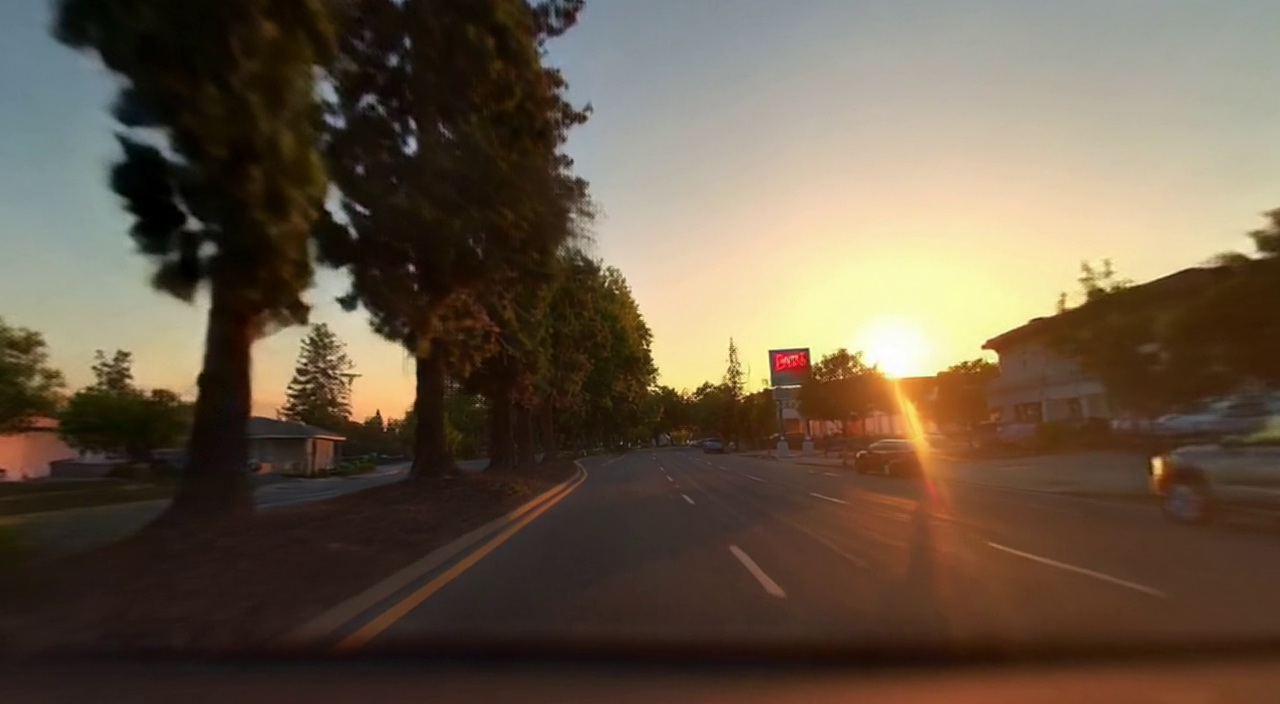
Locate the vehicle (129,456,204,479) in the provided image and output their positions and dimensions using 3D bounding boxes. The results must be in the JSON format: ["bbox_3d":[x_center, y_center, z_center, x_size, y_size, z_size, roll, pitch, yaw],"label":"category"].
[{"bbox_3d":[-33.538,8.203,44.935,2.048,1.422,4.179,0,-8,1],"label":"vehicle"}]

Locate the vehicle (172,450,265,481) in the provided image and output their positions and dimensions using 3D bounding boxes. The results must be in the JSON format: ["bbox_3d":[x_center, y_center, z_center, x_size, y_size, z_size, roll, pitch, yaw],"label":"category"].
[{"bbox_3d":[-30.601,8.204,46.171,2.326,1.944,6.466,1,-8,0],"label":"vehicle"}]

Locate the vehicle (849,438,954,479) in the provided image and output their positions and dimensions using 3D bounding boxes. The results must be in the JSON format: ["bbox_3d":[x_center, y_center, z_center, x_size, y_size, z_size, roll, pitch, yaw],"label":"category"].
[{"bbox_3d":[10.164,4.160,25.015,2.034,1.437,4.728,0,-8,-2],"label":"vehicle"}]

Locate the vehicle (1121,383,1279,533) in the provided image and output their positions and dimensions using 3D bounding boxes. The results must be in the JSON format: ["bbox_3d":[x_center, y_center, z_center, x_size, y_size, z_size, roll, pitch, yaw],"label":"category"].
[{"bbox_3d":[10.275,1.430,8.545,2.610,2.072,5.985,0,-8,-3],"label":"vehicle"}]
